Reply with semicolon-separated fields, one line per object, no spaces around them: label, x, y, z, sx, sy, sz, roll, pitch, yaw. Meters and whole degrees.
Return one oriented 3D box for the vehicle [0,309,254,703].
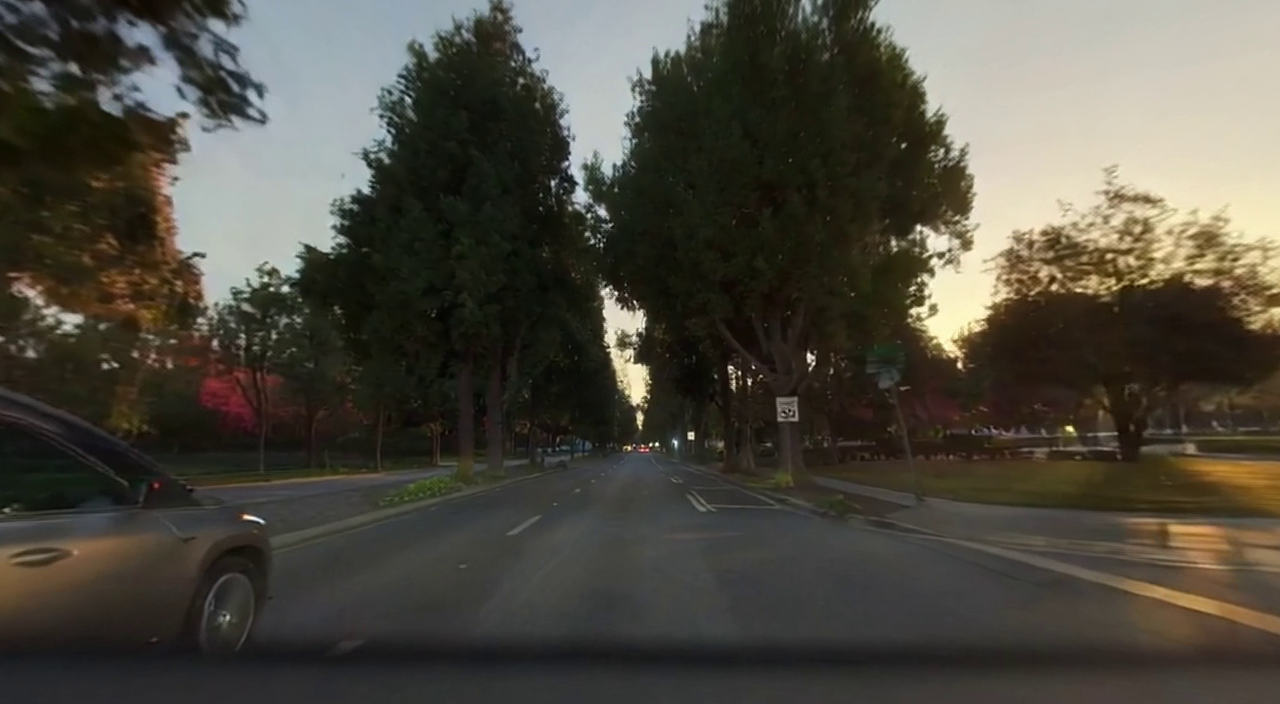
vehicle;-3.127;0.577;0.924;2.141;1.761;4.742;0;-9;-1
